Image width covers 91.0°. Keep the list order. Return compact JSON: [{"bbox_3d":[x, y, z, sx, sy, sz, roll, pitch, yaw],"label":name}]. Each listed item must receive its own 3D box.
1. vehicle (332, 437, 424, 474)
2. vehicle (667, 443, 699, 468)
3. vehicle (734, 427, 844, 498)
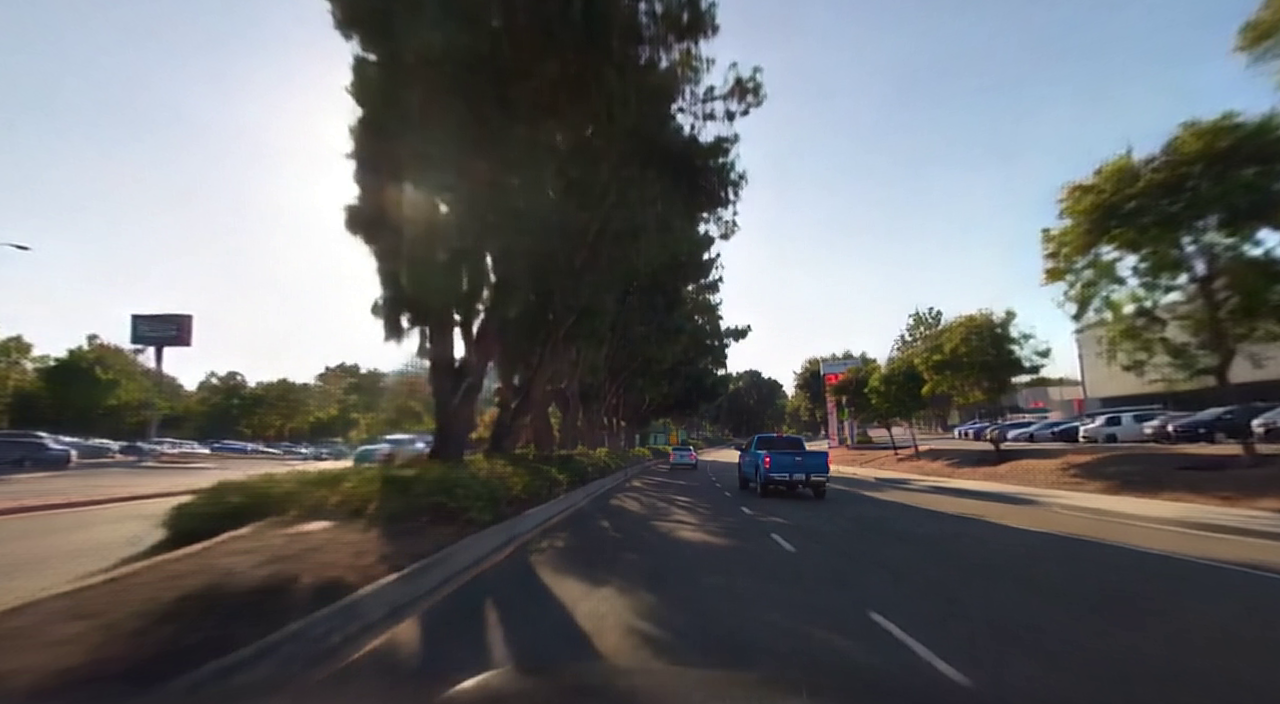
[{"bbox_3d":[-12.269,4.860,29.825,2.008,1.553,4.642,0,-9,5],"label":"vehicle"},{"bbox_3d":[2.810,6.668,40.658,1.968,1.521,4.262,0,-9,5],"label":"vehicle"},{"bbox_3d":[4.538,3.496,20.320,2.367,1.919,5.651,0,-9,2],"label":"vehicle"}]
